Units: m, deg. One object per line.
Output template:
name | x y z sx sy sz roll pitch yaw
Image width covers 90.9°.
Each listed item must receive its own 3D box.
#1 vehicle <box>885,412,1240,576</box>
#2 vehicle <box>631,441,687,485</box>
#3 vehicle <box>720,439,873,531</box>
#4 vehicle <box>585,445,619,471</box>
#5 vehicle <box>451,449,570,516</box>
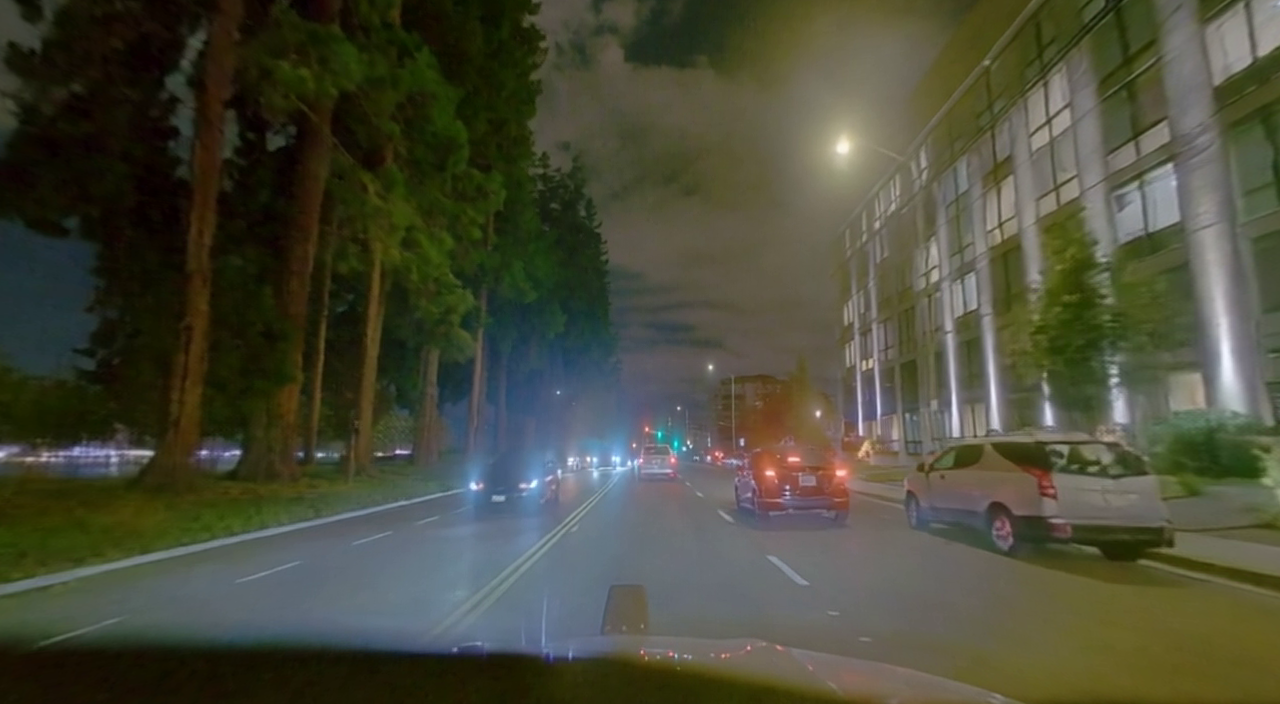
vehicle | 5.661 1.942 9.454 2.059 1.813 4.637 0 -9 0
vehicle | 0.741 4.498 25.890 2.105 1.653 3.887 0 -9 1
vehicle | 2.938 2.578 12.862 1.991 1.536 4.116 0 -9 -1
vehicle | -2.596 7.365 44.174 2.065 1.708 4.311 0 -9 1
vehicle | -3.017 3.144 15.720 1.997 1.415 4.195 0 -9 1
